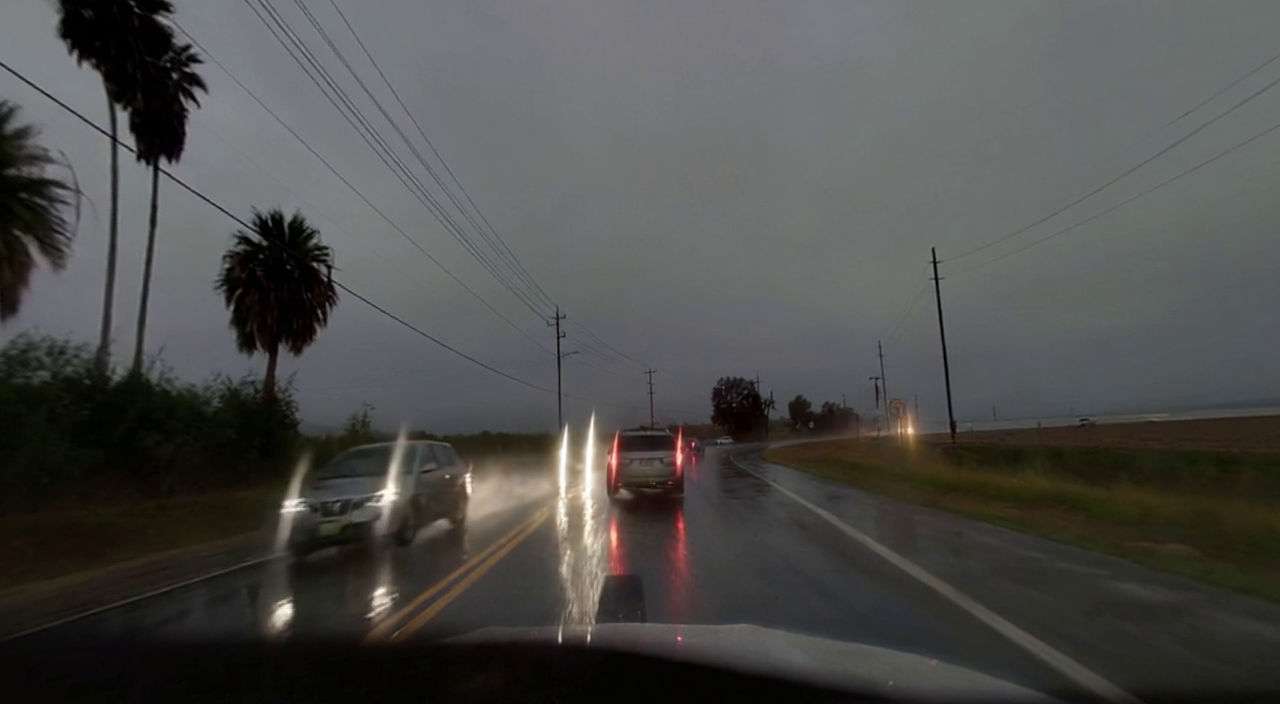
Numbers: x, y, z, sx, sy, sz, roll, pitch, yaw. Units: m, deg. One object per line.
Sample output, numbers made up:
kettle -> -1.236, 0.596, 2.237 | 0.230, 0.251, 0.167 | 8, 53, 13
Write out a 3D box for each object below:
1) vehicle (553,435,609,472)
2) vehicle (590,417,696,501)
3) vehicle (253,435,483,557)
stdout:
vehicle -> -3.255, 5.796, 36.197 | 2.237, 1.878, 5.739 | -1, -9, 5
vehicle -> 0.031, 2.726, 16.365 | 2.364, 1.859, 4.538 | 0, -9, -1
vehicle -> -4.124, 2.223, 10.407 | 2.079, 1.606, 3.775 | 0, -9, 0
